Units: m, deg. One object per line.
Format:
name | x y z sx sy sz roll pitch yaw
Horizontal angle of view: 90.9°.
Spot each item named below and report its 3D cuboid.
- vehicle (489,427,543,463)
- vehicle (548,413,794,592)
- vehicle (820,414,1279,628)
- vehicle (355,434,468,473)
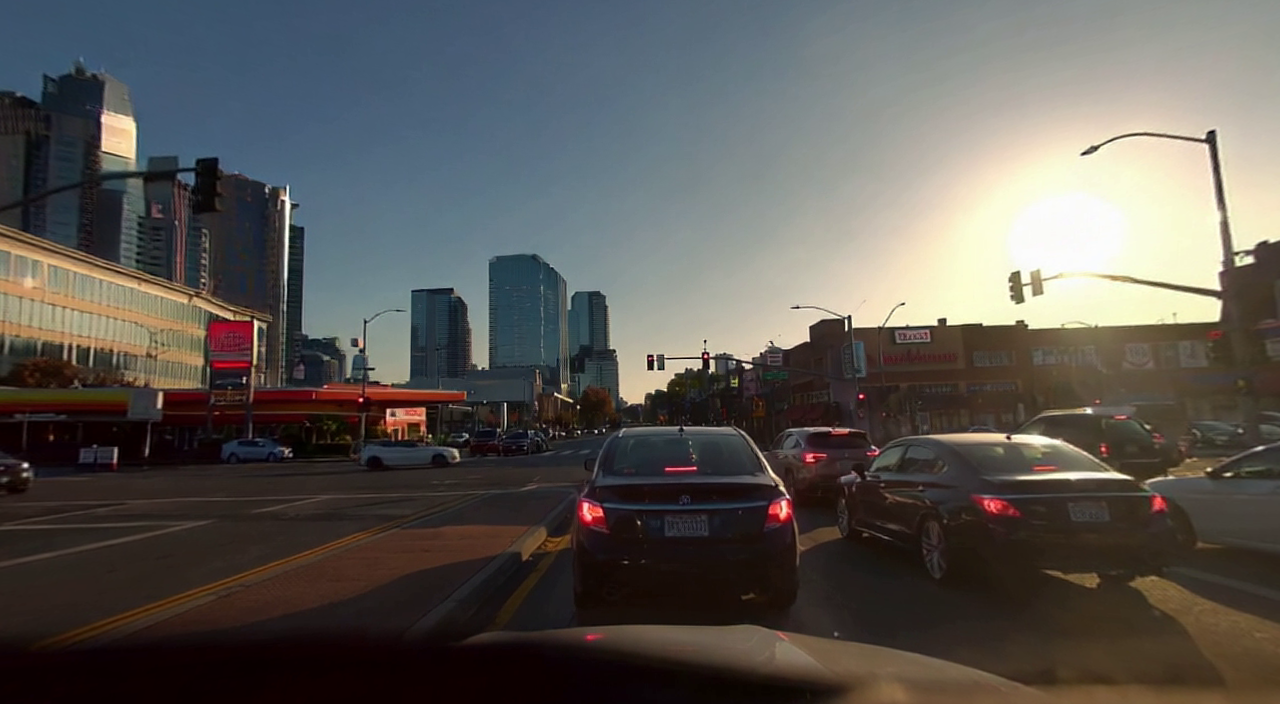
vehicle | -8.760 6.582 45.170 2.710 2.022 5.889 -2 -4 0
vehicle | 0.222 1.552 7.326 2.073 1.496 3.892 0 -8 -1
vehicle | 3.523 1.509 6.707 1.883 1.480 4.489 0 -8 0
vehicle | -10.779 4.801 30.010 4.833 1.701 2.077 3 -9 -19
